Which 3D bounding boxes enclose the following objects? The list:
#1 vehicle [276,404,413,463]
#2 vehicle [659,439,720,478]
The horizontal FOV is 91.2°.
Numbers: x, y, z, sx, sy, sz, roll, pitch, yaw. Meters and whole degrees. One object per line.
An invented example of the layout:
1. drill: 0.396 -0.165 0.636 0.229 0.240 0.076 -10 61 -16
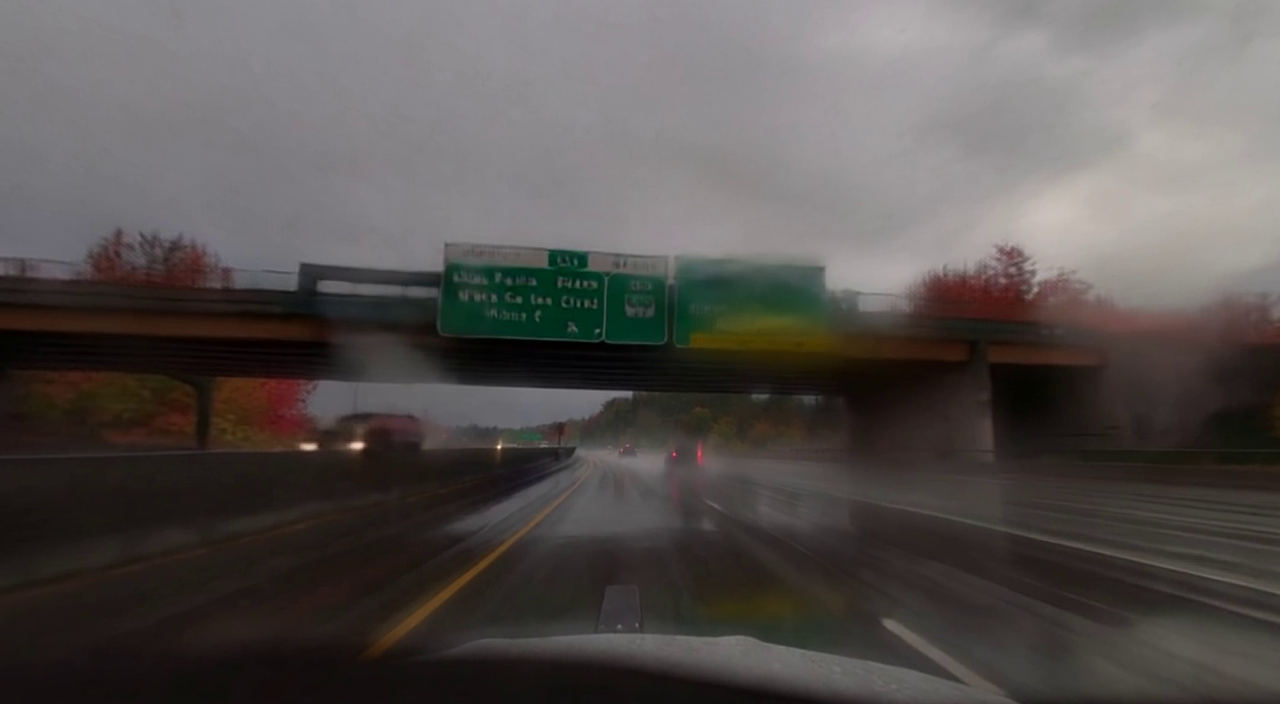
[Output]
1. vehicle: -9.342 2.708 20.365 2.185 1.675 4.704 0 -9 -1
2. vehicle: 2.216 4.945 29.286 2.337 1.633 4.222 0 -9 -2
